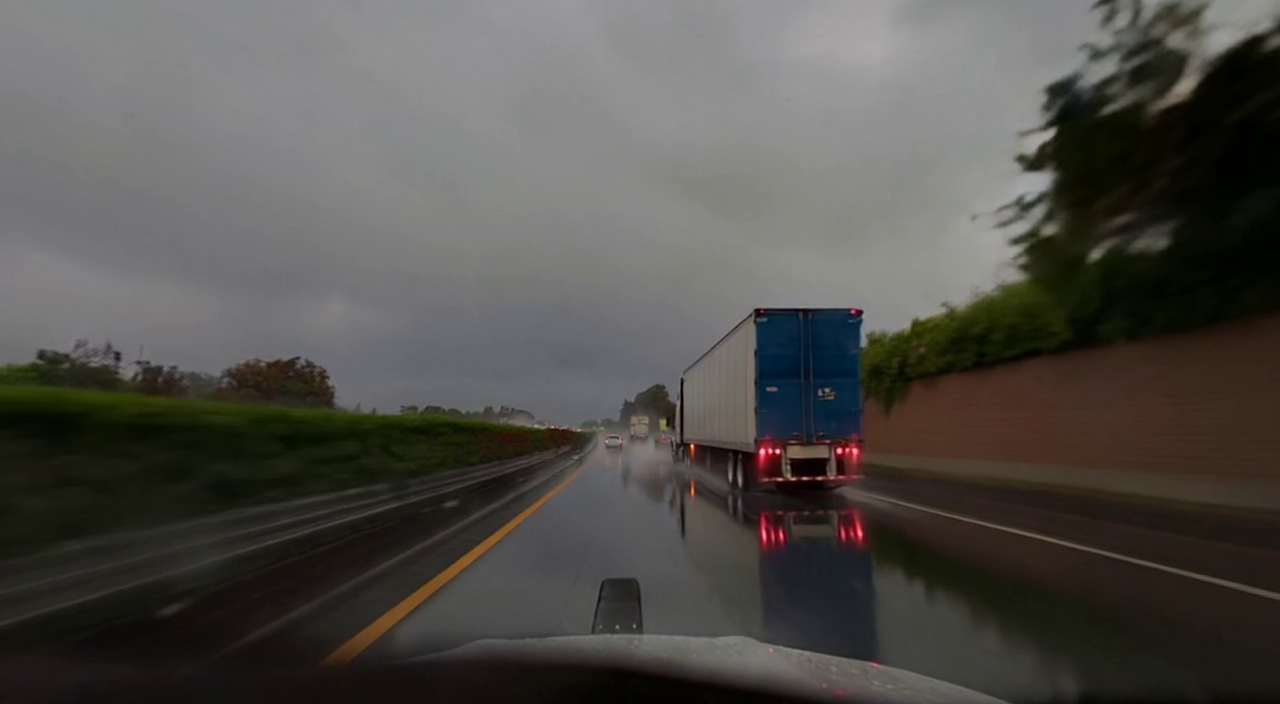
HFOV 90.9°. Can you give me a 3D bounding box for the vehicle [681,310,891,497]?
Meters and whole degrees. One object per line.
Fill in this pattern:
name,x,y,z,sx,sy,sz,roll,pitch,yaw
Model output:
vehicle,3.599,1.987,20.767,2.965,4.033,14.299,0,-7,-2
